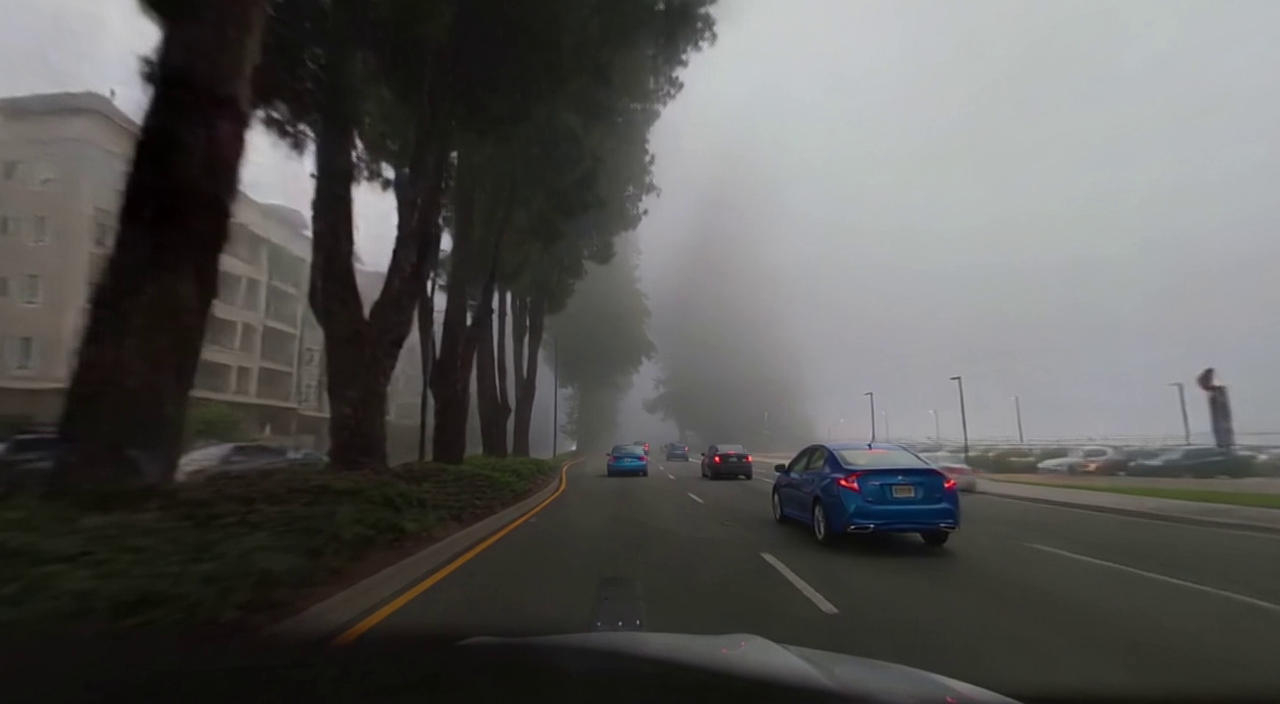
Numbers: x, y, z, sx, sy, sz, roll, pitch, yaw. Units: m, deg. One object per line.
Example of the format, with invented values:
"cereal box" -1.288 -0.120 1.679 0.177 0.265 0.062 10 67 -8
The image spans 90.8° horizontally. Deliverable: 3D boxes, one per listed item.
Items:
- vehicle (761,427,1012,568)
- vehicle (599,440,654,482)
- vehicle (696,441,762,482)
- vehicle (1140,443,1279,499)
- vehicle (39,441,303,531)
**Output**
"vehicle" 3.043 1.861 8.798 1.852 1.498 3.825 0 -9 -1
"vehicle" -0.496 4.202 24.566 1.994 1.479 3.647 0 -9 -1
"vehicle" 3.424 4.305 25.095 1.908 1.453 4.230 0 -9 -1
"vehicle" 17.273 3.449 18.708 4.247 1.487 2.076 4 -10 -26
"vehicle" -9.038 2.583 12.813 1.943 1.483 4.439 0 -9 0
